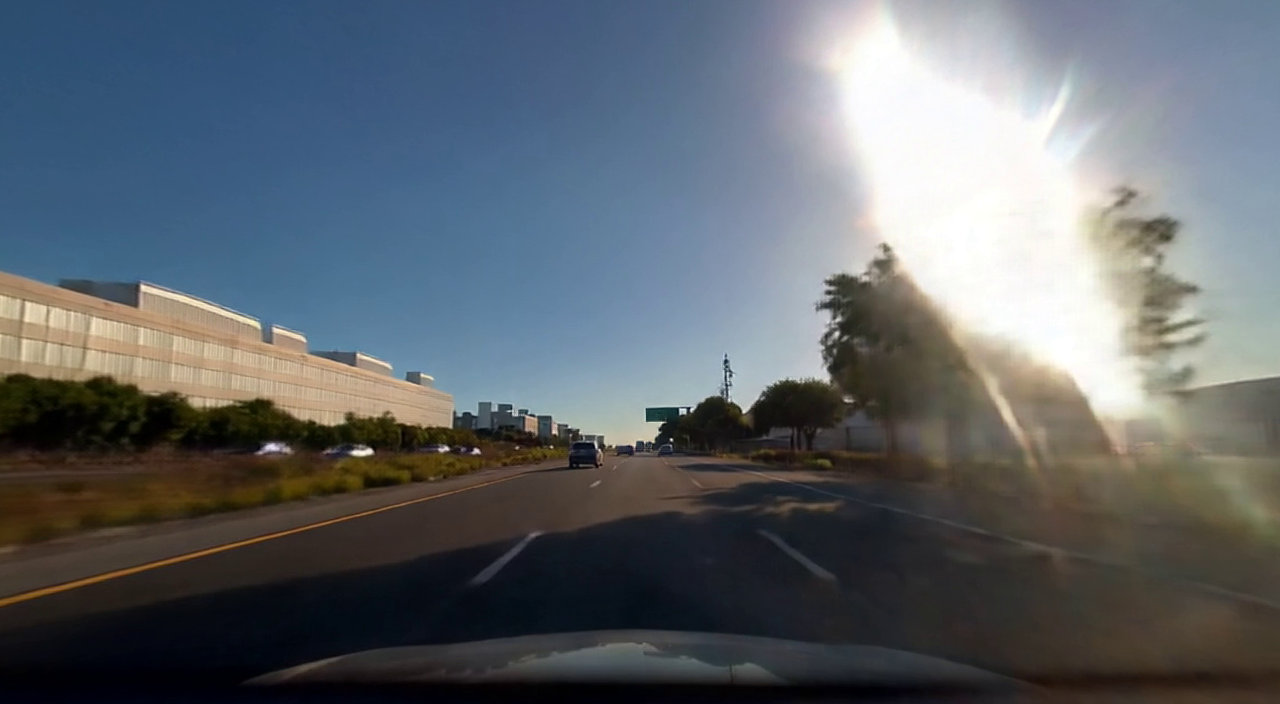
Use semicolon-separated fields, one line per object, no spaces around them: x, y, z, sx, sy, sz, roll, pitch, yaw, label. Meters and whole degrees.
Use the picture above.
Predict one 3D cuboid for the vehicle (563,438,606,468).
-3.537;6.595;41.211;2.218;1.850;4.774;0;-9;1;vehicle
